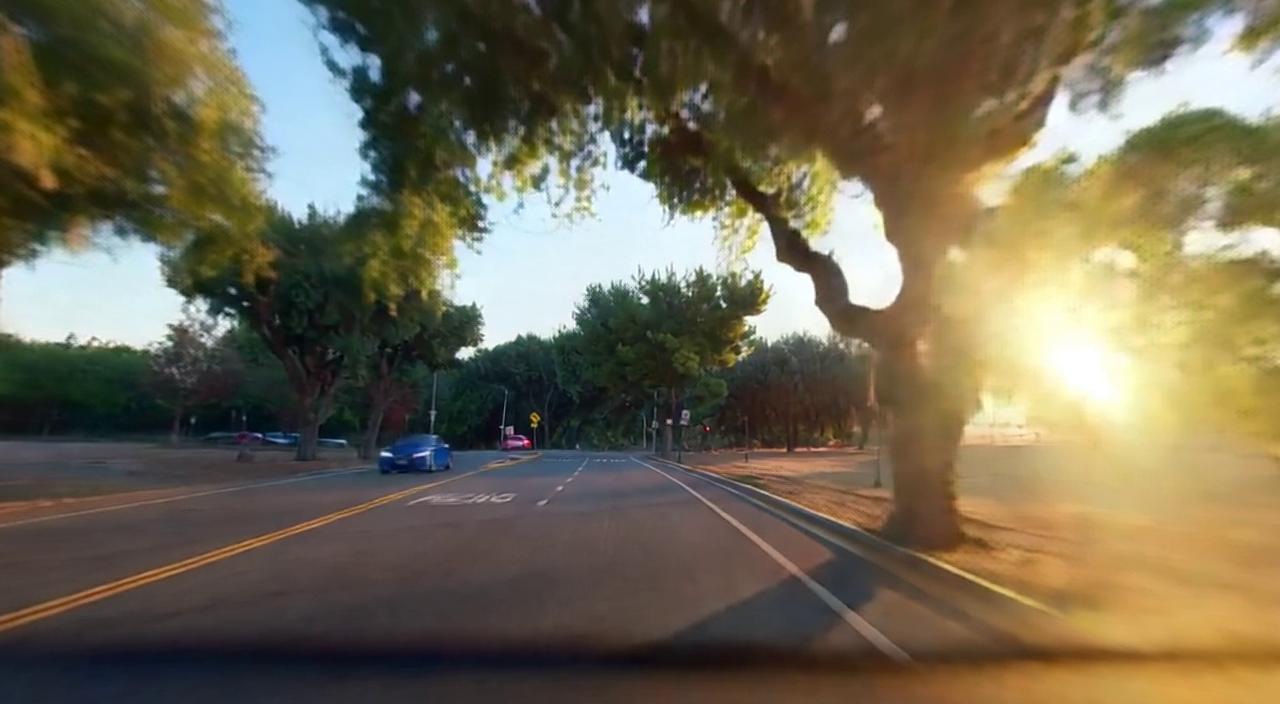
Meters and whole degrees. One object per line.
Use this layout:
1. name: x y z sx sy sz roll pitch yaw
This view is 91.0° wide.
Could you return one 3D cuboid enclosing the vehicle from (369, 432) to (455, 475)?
1. vehicle: -9.257 4.149 25.985 2.129 1.590 4.616 0 -8 -4
